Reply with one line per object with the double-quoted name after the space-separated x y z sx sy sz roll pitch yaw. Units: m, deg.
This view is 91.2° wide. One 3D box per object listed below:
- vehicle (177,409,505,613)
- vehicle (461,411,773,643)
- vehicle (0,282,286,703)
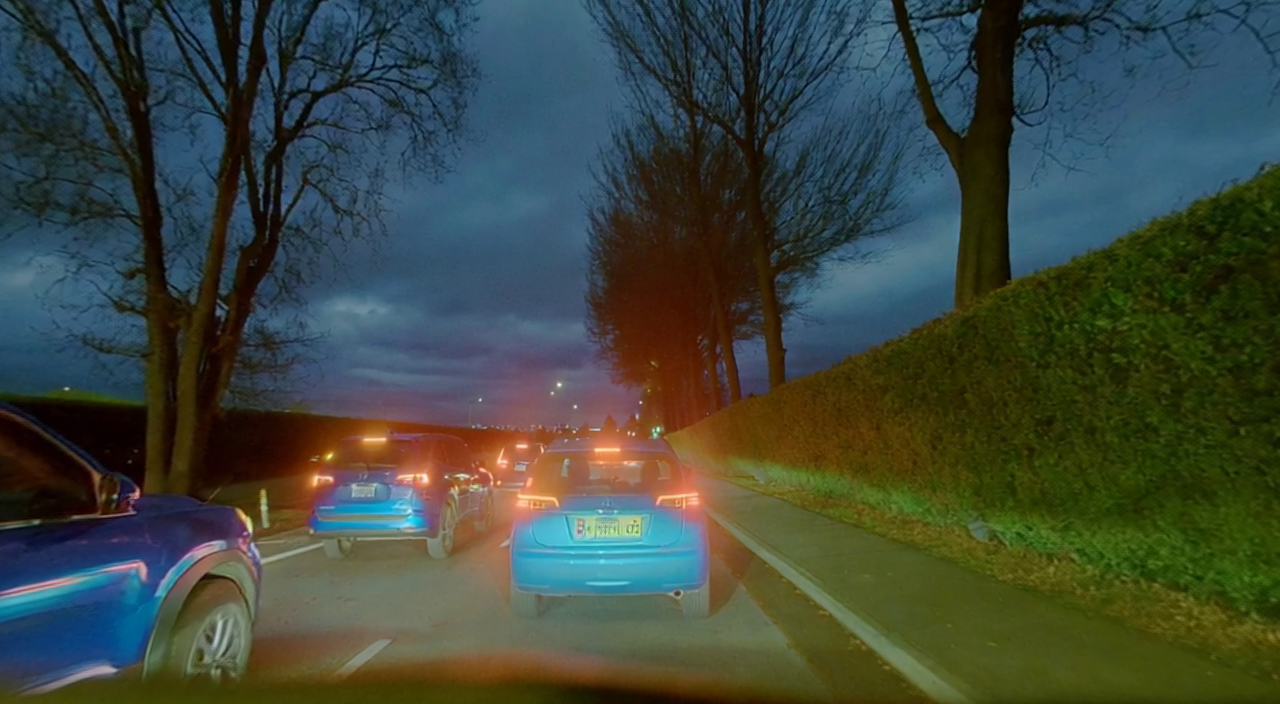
-3.421 1.855 8.322 2.256 1.728 4.421 -6 -8 -2 "vehicle"
-0.187 1.527 6.425 2.154 1.581 4.007 0 -9 -1 "vehicle"
-3.292 0.674 1.268 2.205 1.913 5.327 -6 -8 -2 "vehicle"
